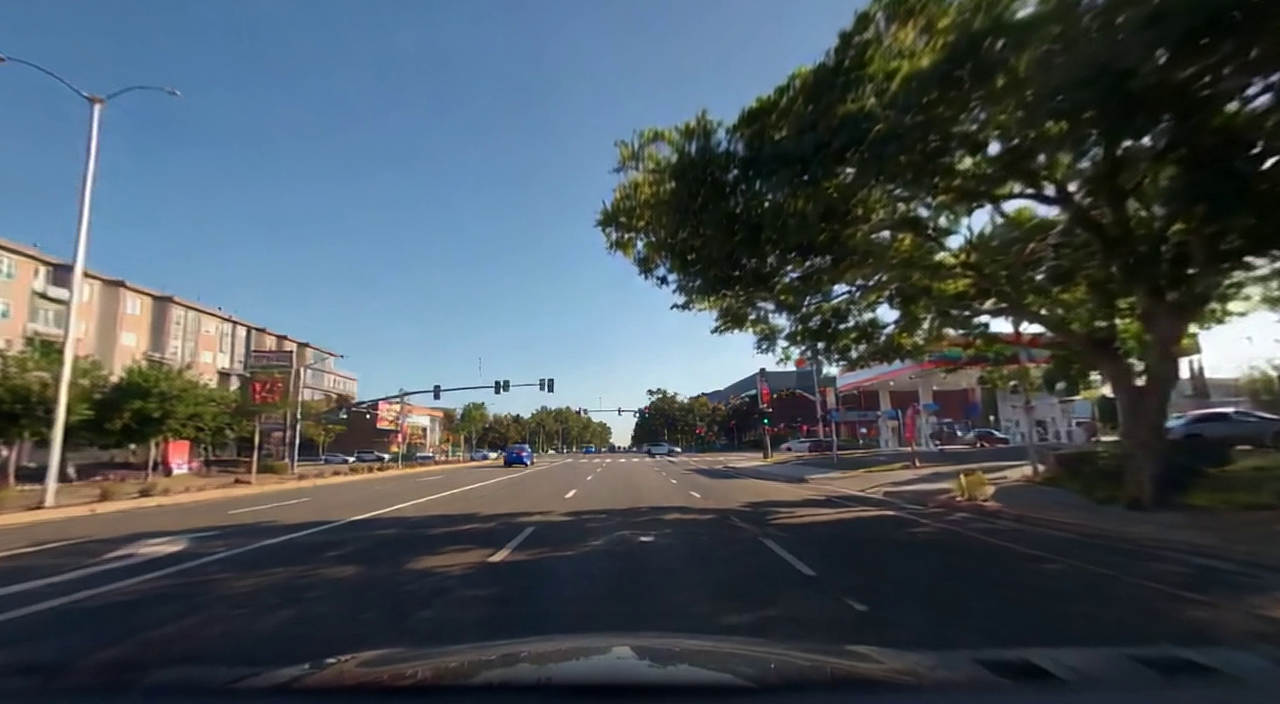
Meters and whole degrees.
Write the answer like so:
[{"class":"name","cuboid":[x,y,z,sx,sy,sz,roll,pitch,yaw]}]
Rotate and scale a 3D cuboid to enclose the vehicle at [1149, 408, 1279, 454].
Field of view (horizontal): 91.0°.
[{"class":"vehicle","cuboid":[22.841,3.069,24.530,4.230,1.590,1.877,-2,-8,0]}]
